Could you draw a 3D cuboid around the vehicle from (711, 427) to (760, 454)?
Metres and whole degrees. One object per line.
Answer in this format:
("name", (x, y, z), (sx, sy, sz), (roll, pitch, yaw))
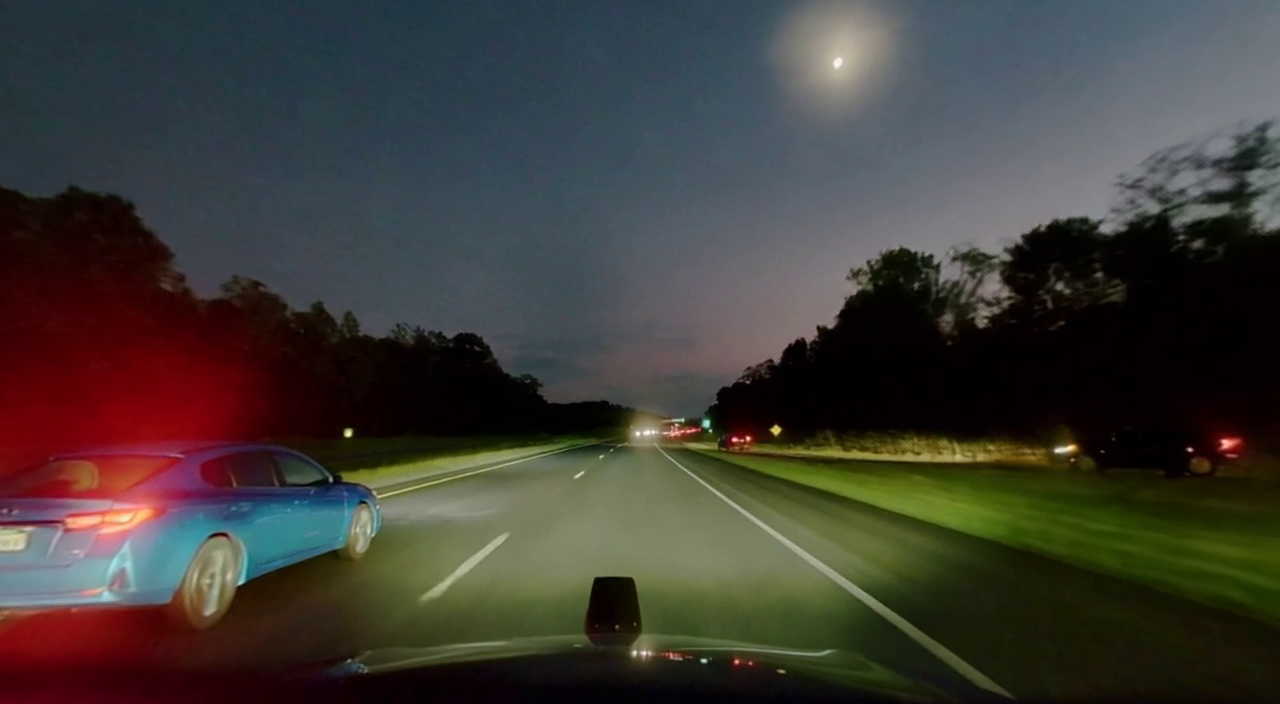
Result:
("vehicle", (5.809, 5.422, 38.592), (1.765, 1.510, 3.762), (2, -8, -12))

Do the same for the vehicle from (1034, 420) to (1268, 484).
("vehicle", (13.627, 2.655, 17.120), (1.992, 1.486, 4.406), (4, -9, -26))
